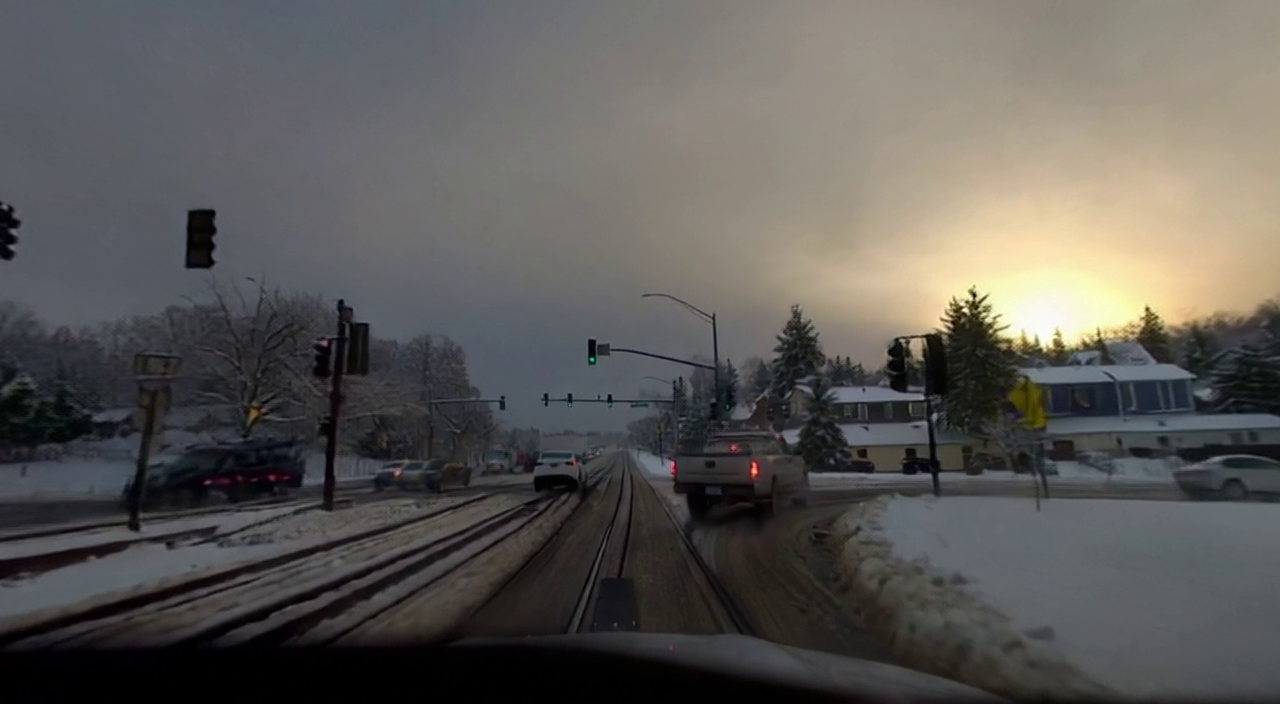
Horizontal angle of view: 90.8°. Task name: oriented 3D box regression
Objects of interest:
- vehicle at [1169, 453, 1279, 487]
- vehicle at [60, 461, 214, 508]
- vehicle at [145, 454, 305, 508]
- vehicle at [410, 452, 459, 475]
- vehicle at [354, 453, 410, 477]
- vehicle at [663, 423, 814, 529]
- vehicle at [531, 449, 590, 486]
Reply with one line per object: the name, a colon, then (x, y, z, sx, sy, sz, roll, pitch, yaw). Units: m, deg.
vehicle: (27.778, 5.461, 29.403, 4.412, 1.494, 2.136, 0, -9, -2)
vehicle: (-16.938, 4.440, 21.602, 1.880, 1.377, 4.201, 0, -9, -2)
vehicle: (-12.990, 4.031, 20.243, 2.027, 1.482, 4.711, 0, -9, -1)
vehicle: (-13.747, 7.470, 42.511, 1.864, 1.456, 4.409, 0, -9, -1)
vehicle: (-17.481, 7.657, 43.009, 1.908, 1.482, 4.621, 0, -9, -1)
vehicle: (2.497, 2.741, 14.544, 2.404, 1.926, 5.251, -4, -10, 20)
vehicle: (-3.421, 5.088, 28.114, 2.004, 1.482, 4.799, 0, -9, 0)
